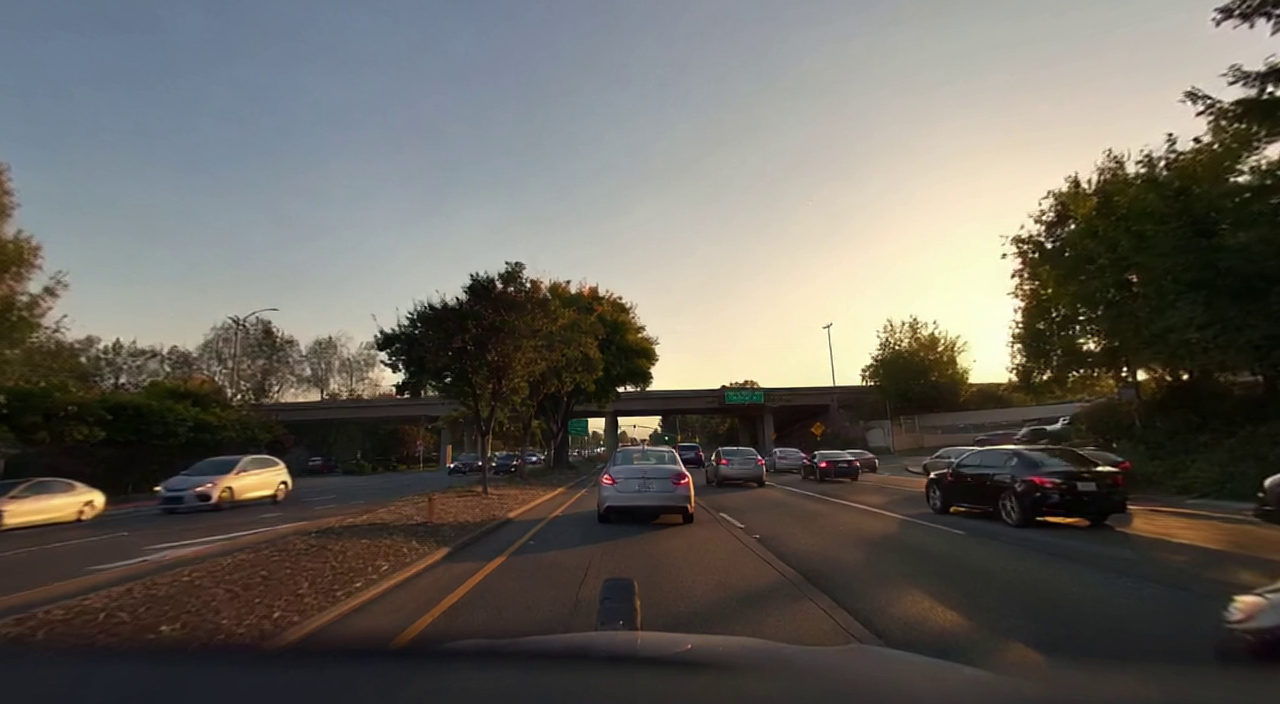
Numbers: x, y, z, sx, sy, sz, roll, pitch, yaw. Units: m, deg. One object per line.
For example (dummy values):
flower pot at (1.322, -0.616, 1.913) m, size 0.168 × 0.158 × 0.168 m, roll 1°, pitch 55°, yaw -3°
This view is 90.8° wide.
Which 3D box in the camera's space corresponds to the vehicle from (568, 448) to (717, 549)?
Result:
vehicle at (0.020, 2.293, 10.556) m, size 2.027 × 1.341 × 3.775 m, roll 0°, pitch -9°, yaw -1°

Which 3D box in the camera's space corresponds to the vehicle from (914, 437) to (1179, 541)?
vehicle at (6.748, 2.280, 11.168) m, size 1.890 × 1.478 × 4.093 m, roll 0°, pitch -9°, yaw -1°

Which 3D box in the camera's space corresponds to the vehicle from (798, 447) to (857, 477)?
vehicle at (9.788, 5.747, 33.275) m, size 1.839 × 1.453 × 3.992 m, roll 0°, pitch -9°, yaw -1°

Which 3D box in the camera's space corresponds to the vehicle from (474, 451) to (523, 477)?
vehicle at (-8.866, 7.033, 39.911) m, size 2.010 × 1.524 × 4.705 m, roll 0°, pitch -9°, yaw 0°

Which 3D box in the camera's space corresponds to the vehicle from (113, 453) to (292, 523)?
vehicle at (-11.875, 3.658, 17.584) m, size 1.942 × 1.642 × 4.200 m, roll 0°, pitch -9°, yaw 0°

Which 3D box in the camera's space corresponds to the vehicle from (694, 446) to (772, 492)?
vehicle at (3.120, 4.006, 22.075) m, size 1.962 × 1.431 × 4.205 m, roll 0°, pitch -9°, yaw -2°
